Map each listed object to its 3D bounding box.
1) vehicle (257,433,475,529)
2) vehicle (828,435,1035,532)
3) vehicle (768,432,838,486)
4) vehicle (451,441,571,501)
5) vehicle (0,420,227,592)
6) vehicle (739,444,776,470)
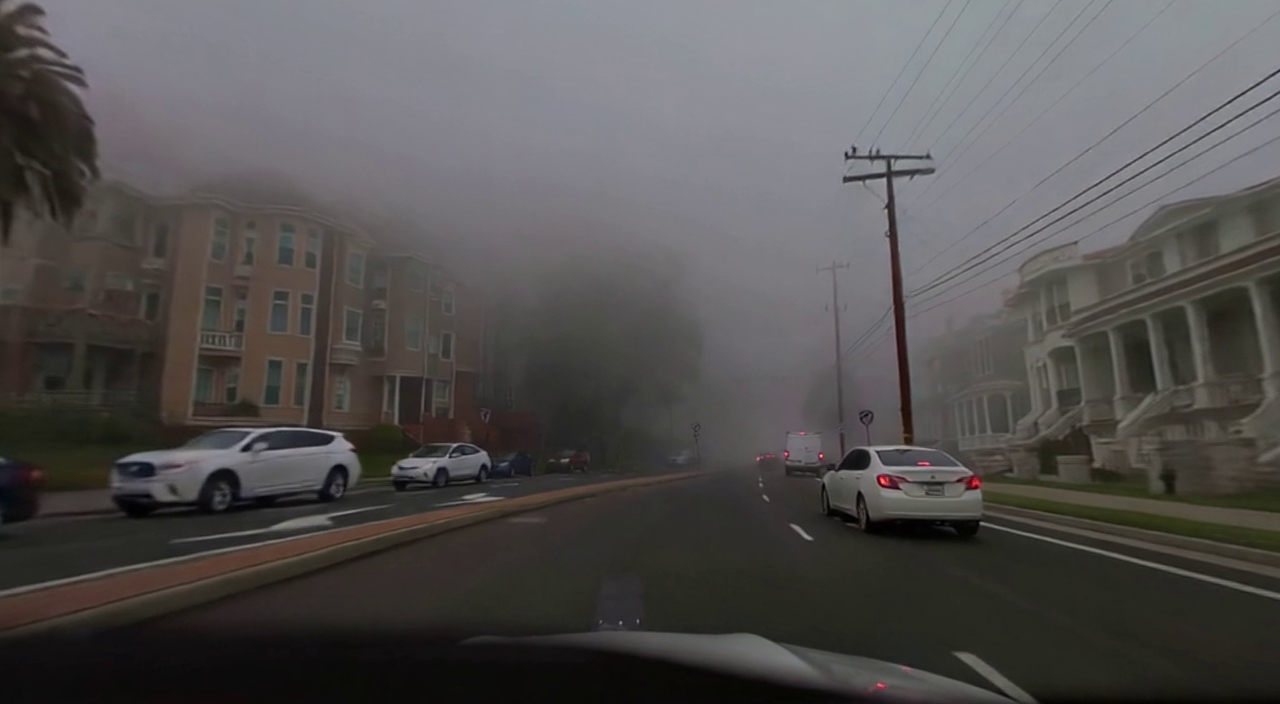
[{"bbox_3d":[-5.080,2.413,12.479,1.852,1.498,4.238,-4,-8,11],"label":"vehicle"},{"bbox_3d":[5.433,2.496,12.622,2.096,1.552,4.519,0,-9,2],"label":"vehicle"},{"bbox_3d":[6.647,4.408,26.263,2.109,2.002,4.424,-1,-9,6],"label":"vehicle"},{"bbox_3d":[-3.940,3.710,20.225,2.081,1.453,4.698,-4,-6,11],"label":"vehicle"},{"bbox_3d":[-6.628,1.403,5.894,1.959,1.515,4.668,-1,-6,8],"label":"vehicle"},{"bbox_3d":[7.594,6.705,40.582,1.923,1.576,4.026,-2,-9,15],"label":"vehicle"}]
